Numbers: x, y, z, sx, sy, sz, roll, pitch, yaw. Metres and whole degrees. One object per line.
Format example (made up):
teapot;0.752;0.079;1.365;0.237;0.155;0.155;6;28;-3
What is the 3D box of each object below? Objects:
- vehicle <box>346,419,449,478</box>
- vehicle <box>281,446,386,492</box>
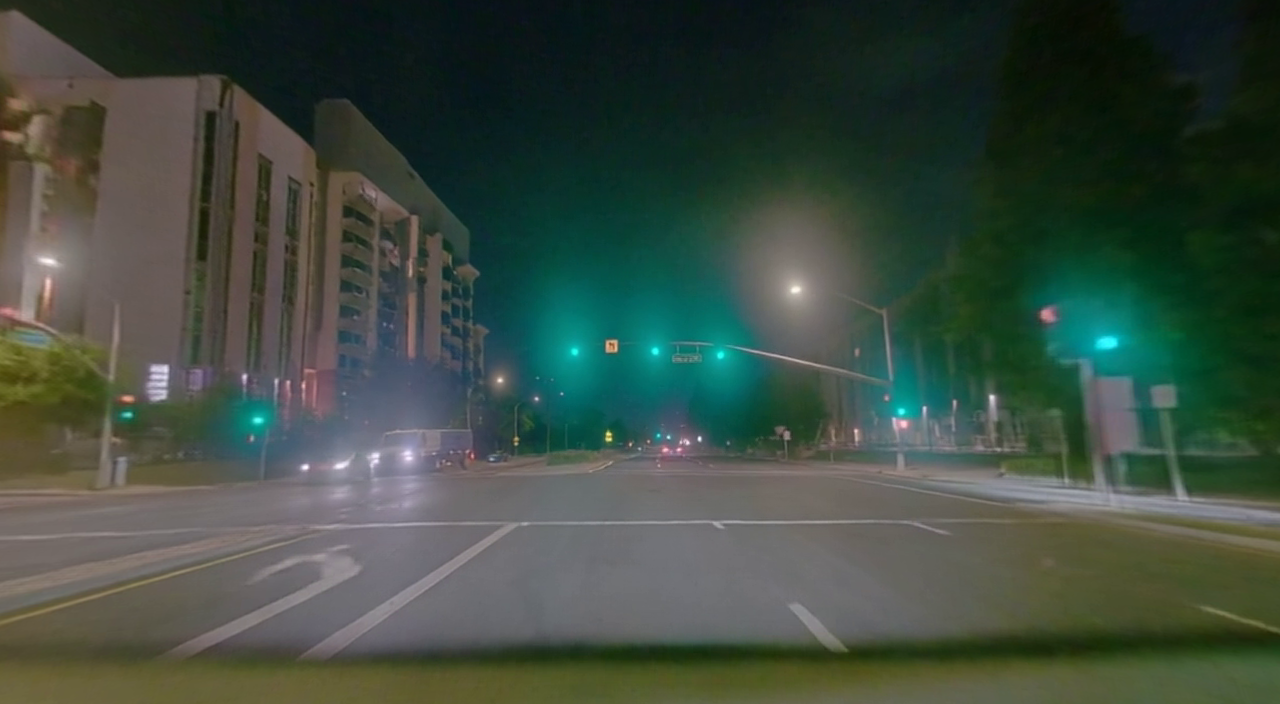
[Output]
vehicle;-15.685;6.398;42.007;3.028;3.424;9.908;0;-9;-1
vehicle;-12.365;4.720;25.892;2.030;1.702;4.488;0;-9;0
